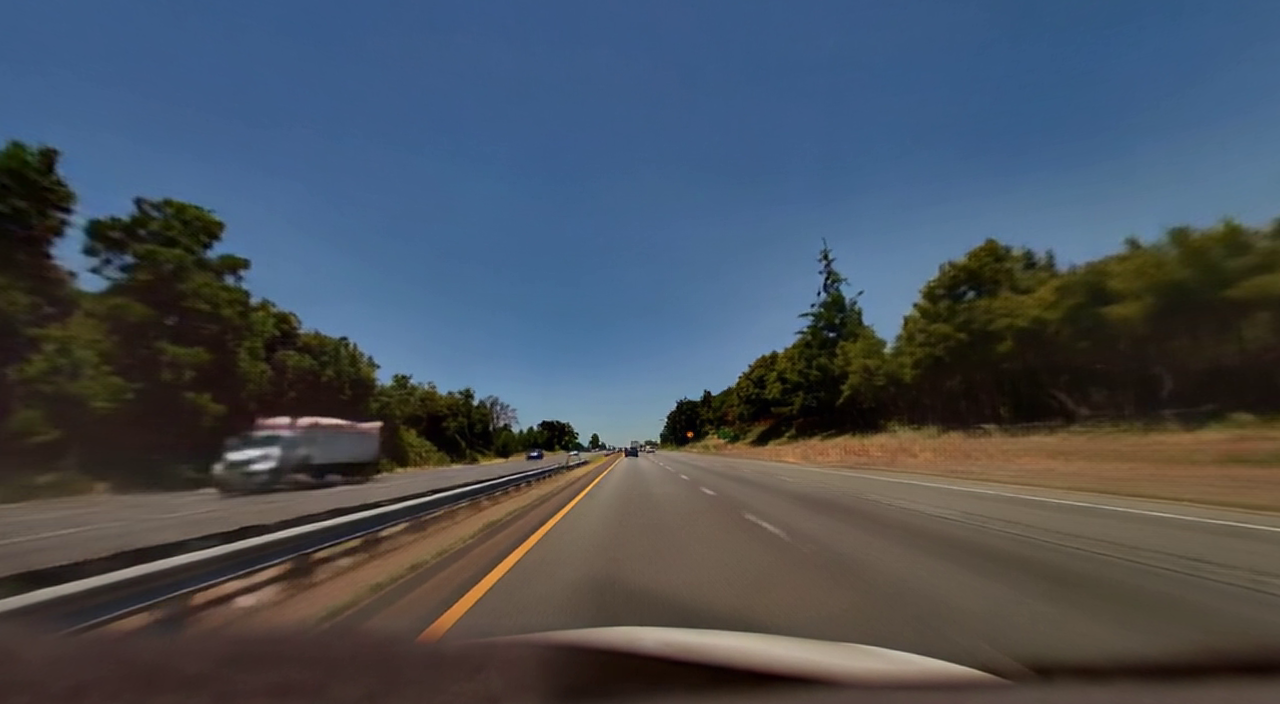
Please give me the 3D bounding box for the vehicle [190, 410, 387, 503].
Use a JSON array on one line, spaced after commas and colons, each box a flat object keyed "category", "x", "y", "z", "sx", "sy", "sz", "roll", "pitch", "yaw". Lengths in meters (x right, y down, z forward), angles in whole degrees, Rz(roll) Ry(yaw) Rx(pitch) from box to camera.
[{"category": "vehicle", "x": -13.128, "y": 4.051, "z": 24.720, "sx": 2.914, "sy": 2.958, "sz": 8.402, "roll": -1, "pitch": -9, "yaw": 0}]
